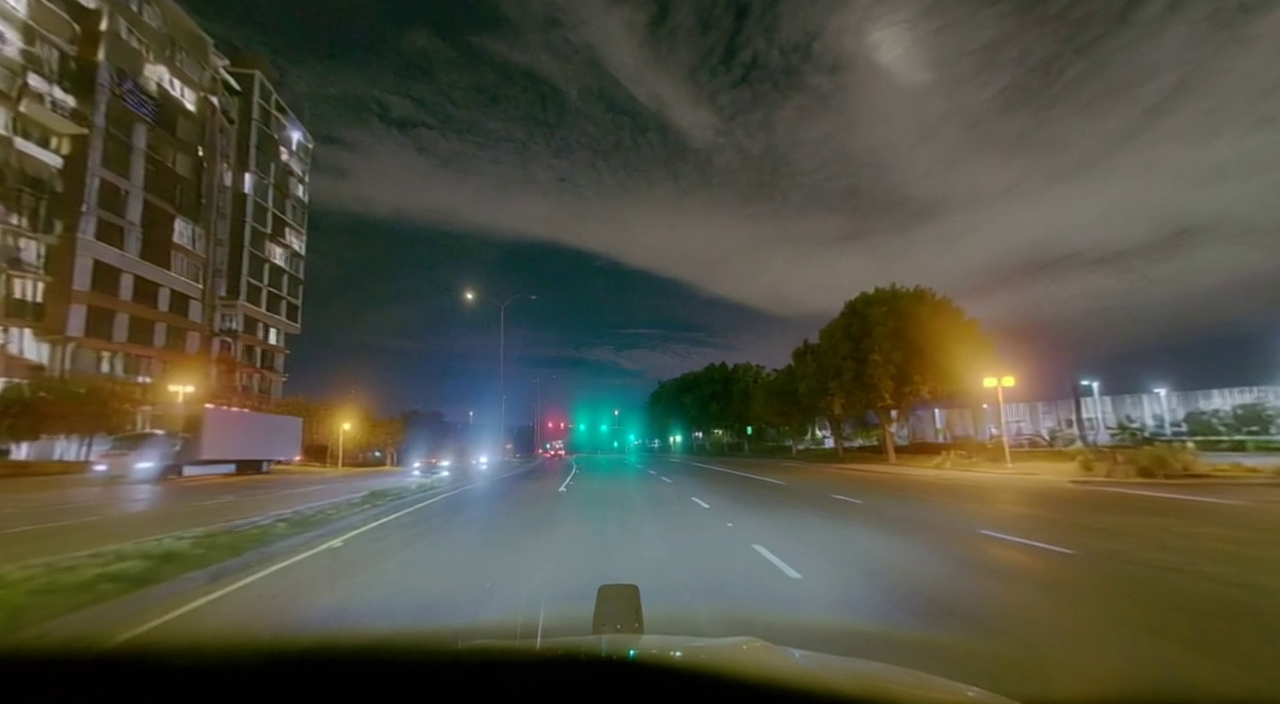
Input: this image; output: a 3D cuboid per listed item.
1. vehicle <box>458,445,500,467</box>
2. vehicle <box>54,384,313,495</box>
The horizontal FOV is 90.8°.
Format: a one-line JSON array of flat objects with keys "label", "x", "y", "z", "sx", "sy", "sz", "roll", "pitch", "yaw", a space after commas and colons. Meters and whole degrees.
[{"label": "vehicle", "x": -11.467, "y": 7.439, "z": 45.233, "sx": 2.133, "sy": 1.484, "sz": 4.749, "roll": 1, "pitch": -9, "yaw": -5}, {"label": "vehicle", "x": -18.773, "y": 3.965, "z": 28.126, "sx": 3.331, "sy": 3.651, "sz": 14.423, "roll": 1, "pitch": -9, "yaw": -11}]
